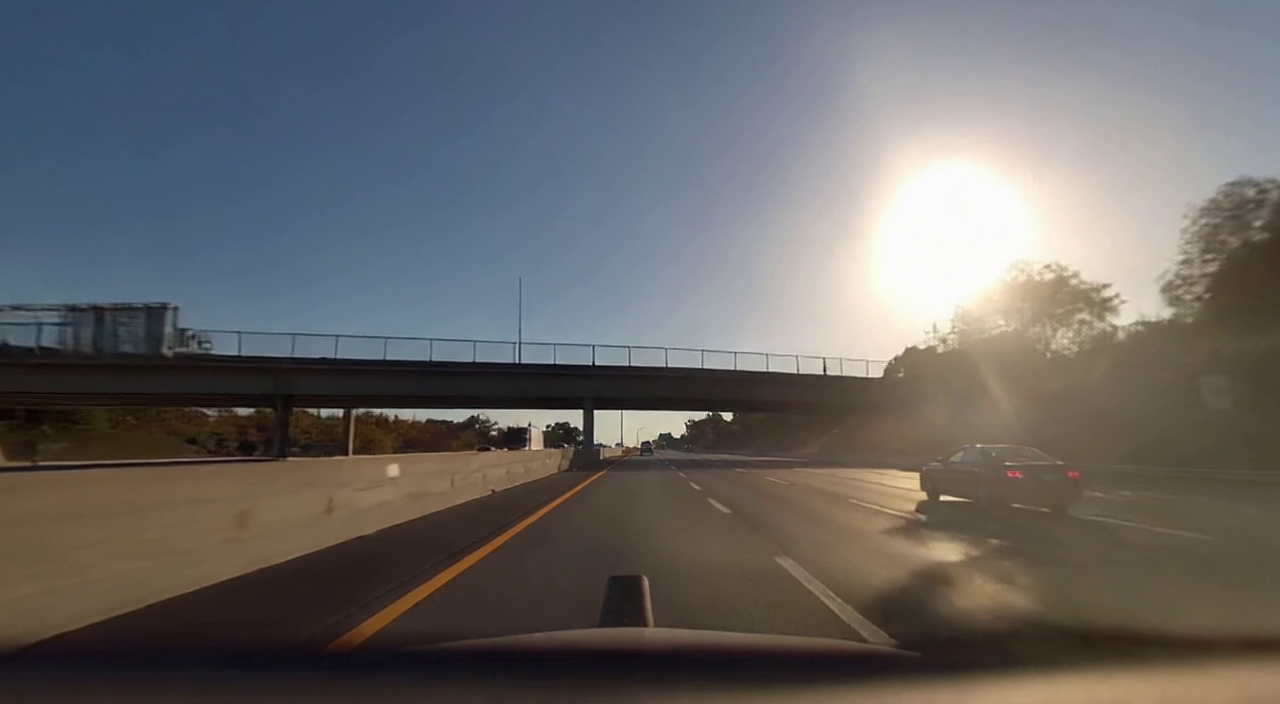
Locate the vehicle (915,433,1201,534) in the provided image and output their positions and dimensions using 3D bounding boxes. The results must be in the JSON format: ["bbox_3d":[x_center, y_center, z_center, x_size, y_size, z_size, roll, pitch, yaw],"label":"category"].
[{"bbox_3d":[7.437,2.351,12.067,2.093,1.525,4.865,0,-8,-1],"label":"vehicle"}]
